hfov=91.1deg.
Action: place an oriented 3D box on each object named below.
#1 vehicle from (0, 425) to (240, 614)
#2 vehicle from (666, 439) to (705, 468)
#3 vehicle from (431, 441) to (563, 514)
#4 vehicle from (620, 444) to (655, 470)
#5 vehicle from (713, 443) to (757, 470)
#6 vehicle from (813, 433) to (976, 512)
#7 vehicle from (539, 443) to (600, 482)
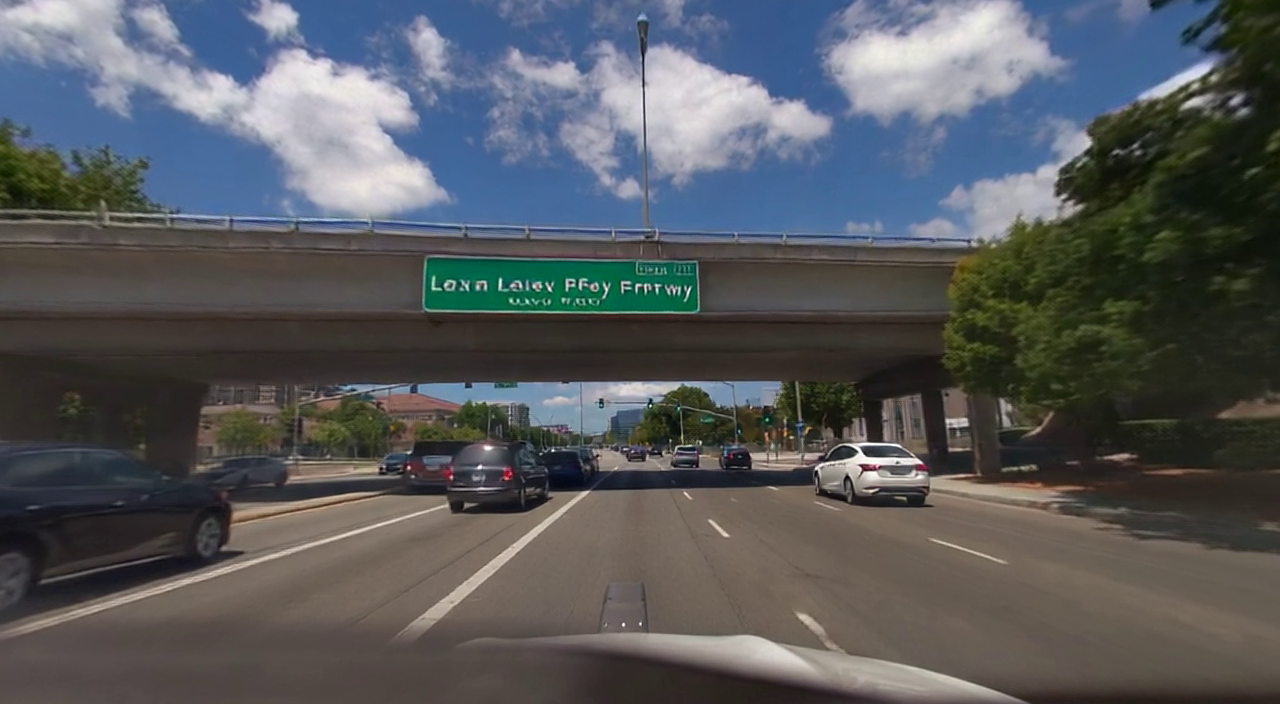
[{"bbox_3d":[-6.141,1.447,5.713,2.070,1.488,4.376,0,-9,0],"label":"vehicle"},{"bbox_3d":[2.849,6.512,40.360,2.034,1.762,4.420,0,-9,-1],"label":"vehicle"},{"bbox_3d":[-3.154,2.865,14.849,2.041,1.466,4.212,0,-9,1],"label":"vehicle"},{"bbox_3d":[-0.175,6.423,38.551,2.026,1.453,3.780,0,-9,-1],"label":"vehicle"},{"bbox_3d":[5.833,6.468,38.984,1.924,1.527,4.268,0,-9,-2],"label":"vehicle"},{"bbox_3d":[5.926,2.854,15.363,2.056,1.624,4.498,0,-9,-1],"label":"vehicle"},{"bbox_3d":[-2.832,4.554,26.131,1.980,1.491,4.351,0,-9,1],"label":"vehicle"}]
